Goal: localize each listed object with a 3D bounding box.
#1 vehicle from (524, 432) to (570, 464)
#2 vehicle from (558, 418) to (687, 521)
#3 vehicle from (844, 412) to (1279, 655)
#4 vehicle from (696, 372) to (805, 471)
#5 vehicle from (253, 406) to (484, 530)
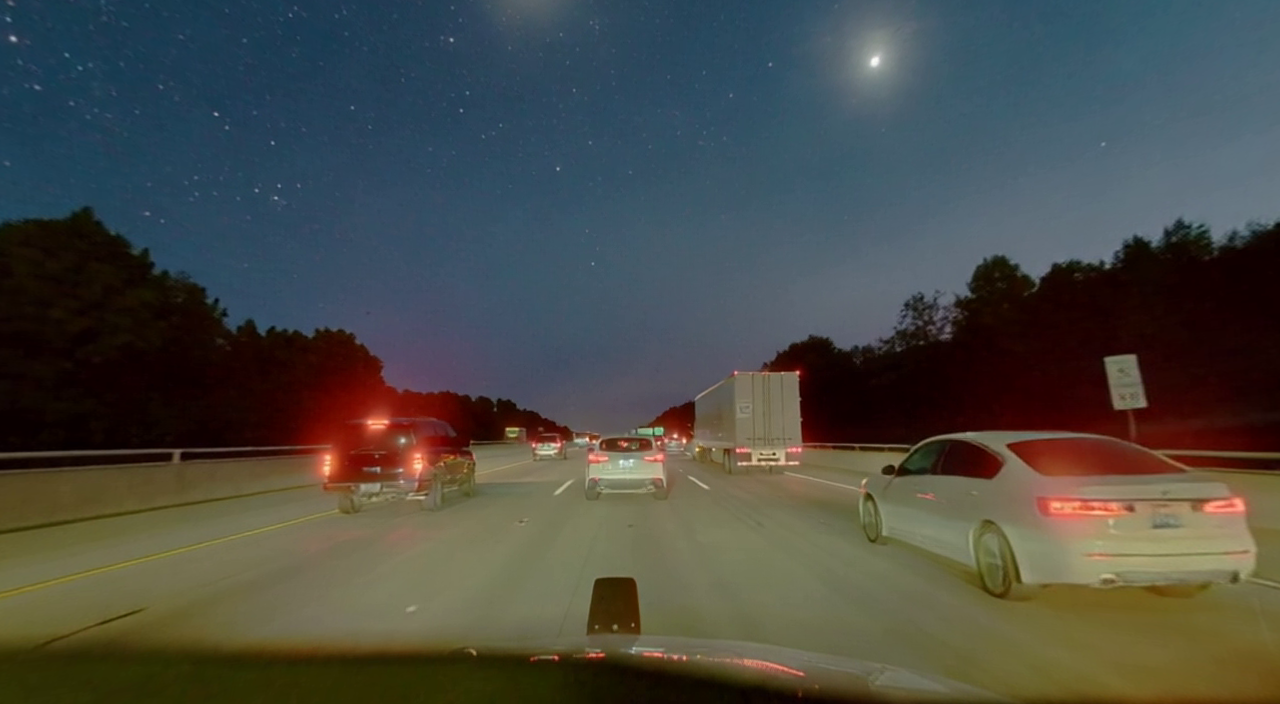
[{"bbox_3d":[-5.086,5.304,34.891,1.971,1.648,3.983,0,-8,-1],"label":"vehicle"},{"bbox_3d":[-0.326,2.163,12.159,2.083,1.647,3.799,0,-8,-1],"label":"vehicle"},{"bbox_3d":[3.598,1.386,5.926,1.951,1.477,3.963,0,-8,-1],"label":"vehicle"},{"bbox_3d":[5.279,3.869,33.648,2.888,4.135,14.071,0,-8,-2],"label":"vehicle"},{"bbox_3d":[-4.466,1.978,11.412,2.101,1.767,4.702,0,-8,0],"label":"vehicle"}]
